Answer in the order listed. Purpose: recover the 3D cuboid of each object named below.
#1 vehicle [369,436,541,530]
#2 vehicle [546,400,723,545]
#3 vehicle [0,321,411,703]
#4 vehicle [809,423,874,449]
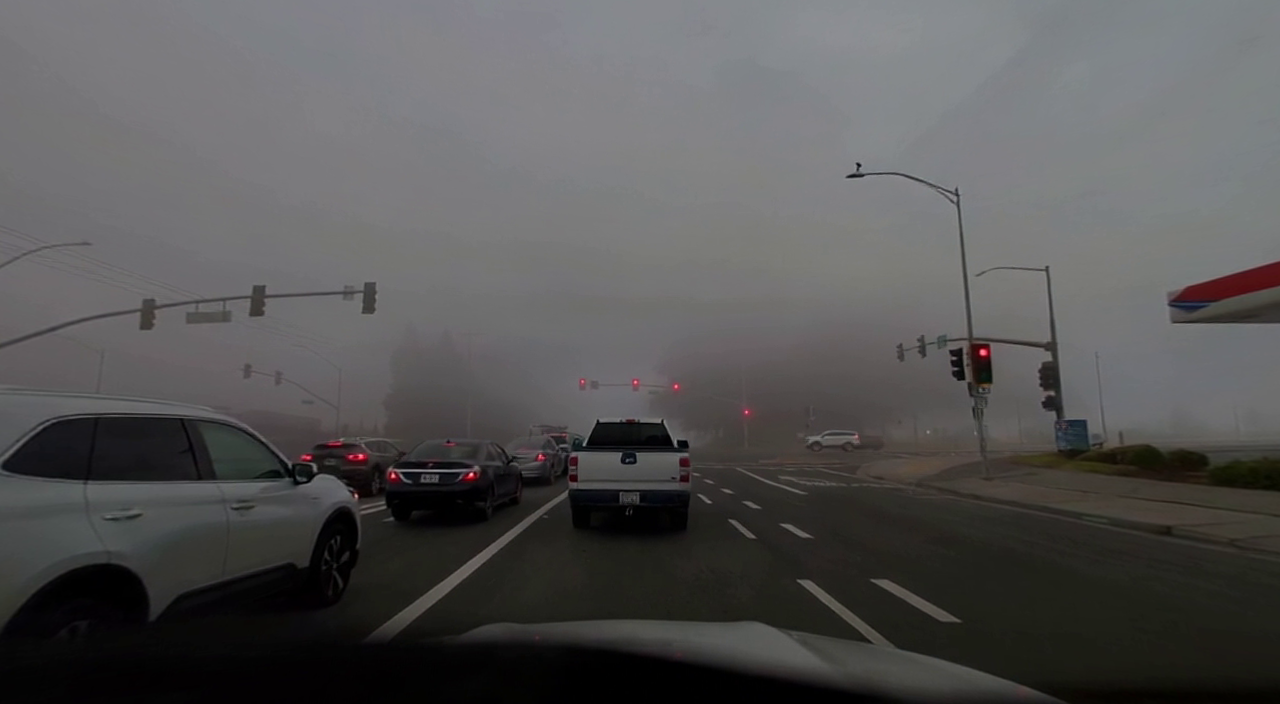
[{"bbox_3d":[-3.158,2.309,11.754,1.881,1.424,4.098,0,-8,1],"label":"vehicle"},{"bbox_3d":[-0.089,1.888,10.547,2.224,1.819,5.005,0,-8,-1],"label":"vehicle"},{"bbox_3d":[-3.312,1.020,3.987,2.096,1.718,4.266,0,-8,0],"label":"vehicle"},{"bbox_3d":[14.290,5.980,44.739,4.548,1.730,2.013,6,-10,-35],"label":"vehicle"}]
